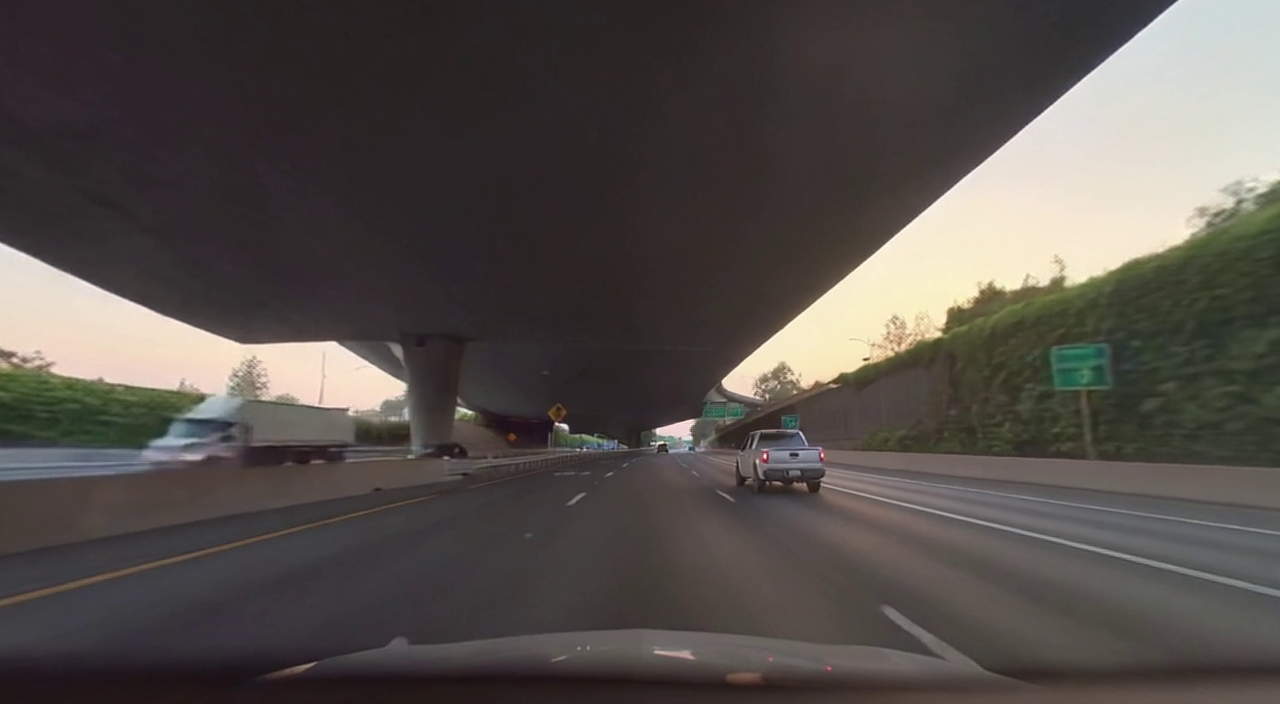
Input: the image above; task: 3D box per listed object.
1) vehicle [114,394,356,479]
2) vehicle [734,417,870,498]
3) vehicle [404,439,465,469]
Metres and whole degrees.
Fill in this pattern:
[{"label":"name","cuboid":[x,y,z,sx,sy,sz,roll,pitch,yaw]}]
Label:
[{"label":"vehicle","cuboid":[-18.565,4.197,30.847,3.005,3.267,12.753,0,-8,2]},{"label":"vehicle","cuboid":[4.519,3.080,18.817,2.505,2.020,5.532,0,-8,-1]},{"label":"vehicle","cuboid":[-12.340,6.126,38.164,2.004,1.656,4.805,0,-8,1]}]
